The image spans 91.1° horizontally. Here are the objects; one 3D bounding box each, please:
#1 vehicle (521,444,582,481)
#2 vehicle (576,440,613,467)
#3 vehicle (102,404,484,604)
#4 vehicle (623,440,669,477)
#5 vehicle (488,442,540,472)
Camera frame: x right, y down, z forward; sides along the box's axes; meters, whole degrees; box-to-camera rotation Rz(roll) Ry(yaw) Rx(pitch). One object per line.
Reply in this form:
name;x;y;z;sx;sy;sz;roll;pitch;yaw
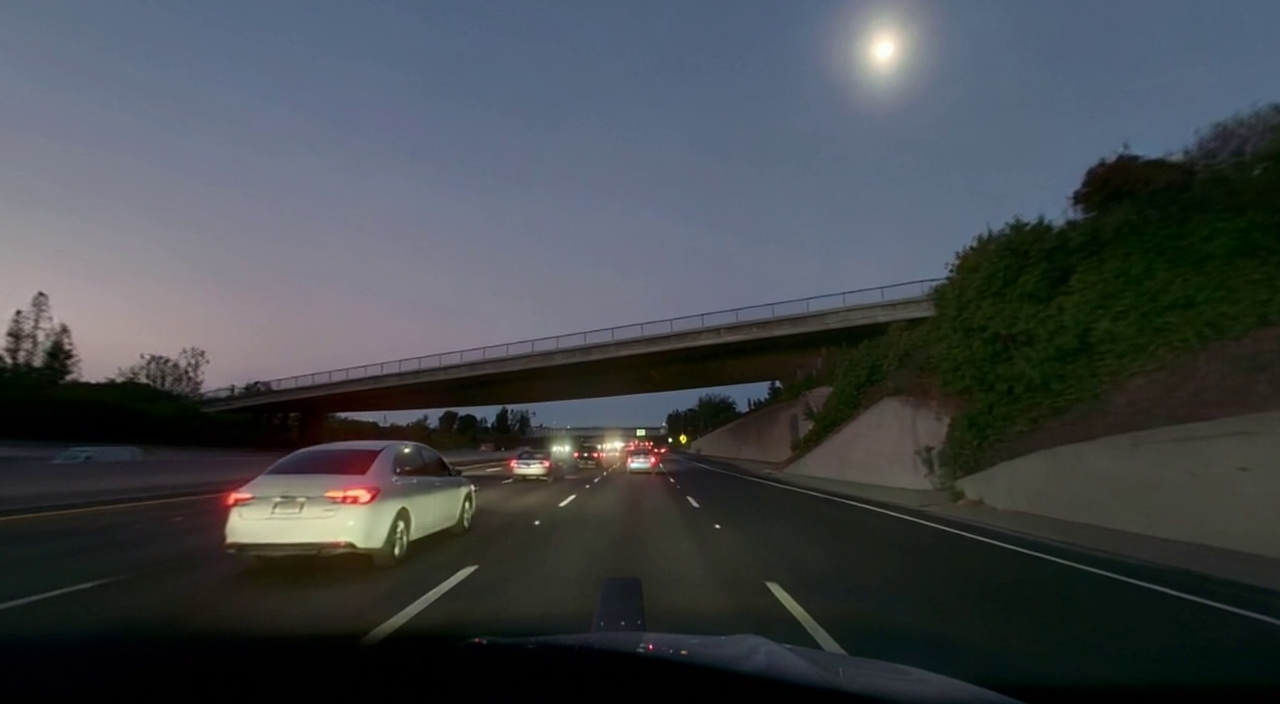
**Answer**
vehicle;-3.850;4.878;28.012;1.997;1.490;4.471;0;-8;1
vehicle;-3.236;7.385;45.836;2.237;1.841;4.683;0;-8;1
vehicle;-3.648;1.672;7.881;2.161;1.759;4.482;0;-8;1
vehicle;0.269;5.277;31.379;2.160;1.678;4.178;0;-8;0
vehicle;-7.507;6.287;37.907;2.085;1.713;4.436;0;-8;1
